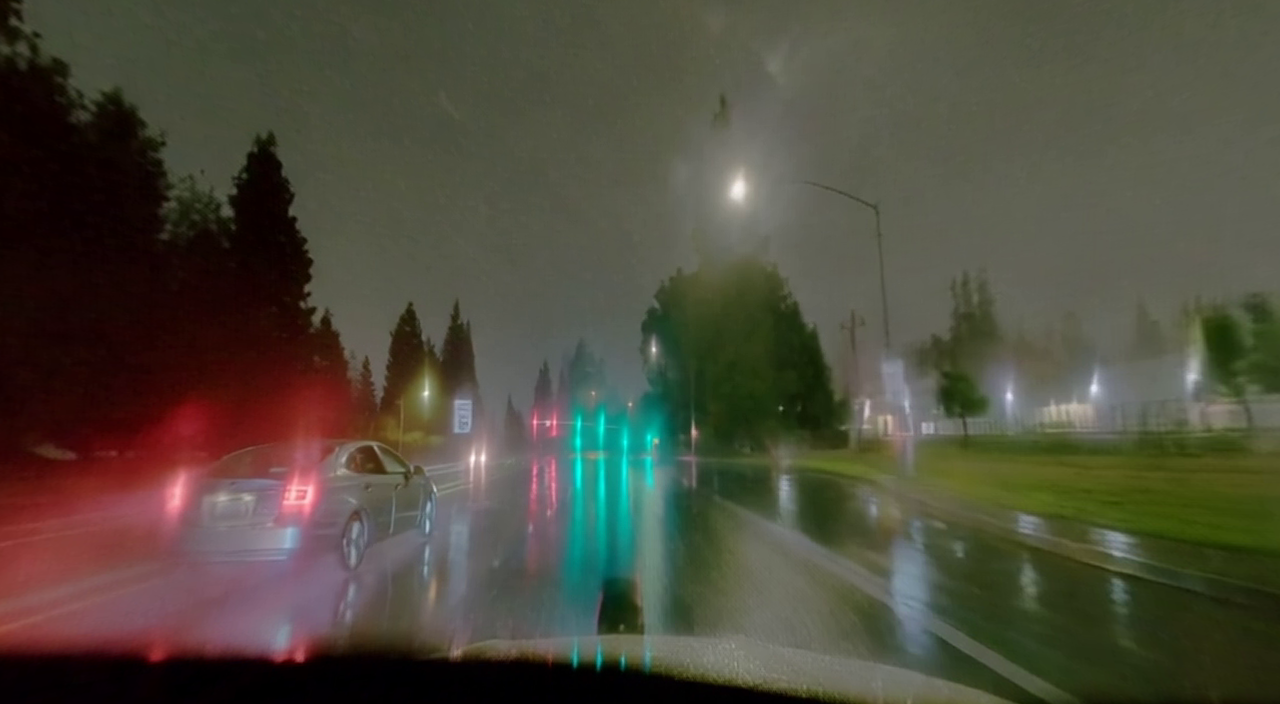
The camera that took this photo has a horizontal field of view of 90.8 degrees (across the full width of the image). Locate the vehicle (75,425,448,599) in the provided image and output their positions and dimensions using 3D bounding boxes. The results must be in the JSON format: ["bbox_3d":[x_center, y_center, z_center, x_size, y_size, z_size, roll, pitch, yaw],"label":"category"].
[{"bbox_3d":[-4.011,1.736,7.794,1.915,1.521,4.283,0,-8,0],"label":"vehicle"}]
